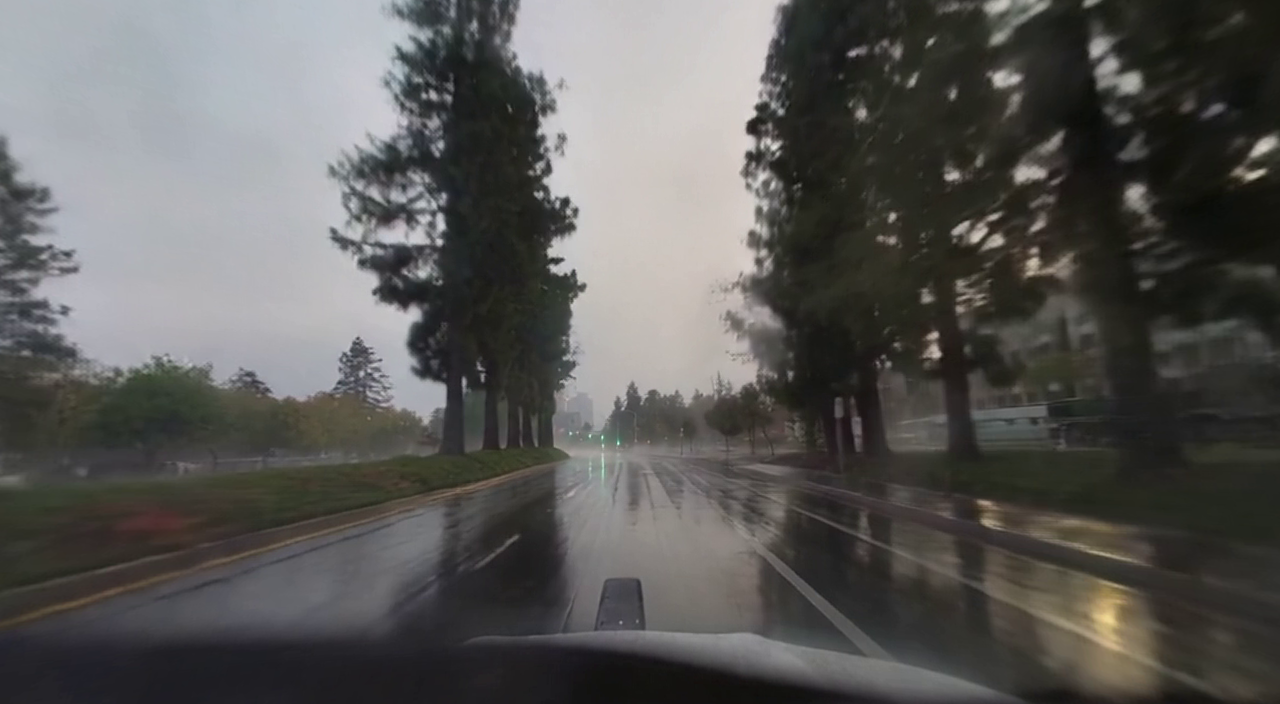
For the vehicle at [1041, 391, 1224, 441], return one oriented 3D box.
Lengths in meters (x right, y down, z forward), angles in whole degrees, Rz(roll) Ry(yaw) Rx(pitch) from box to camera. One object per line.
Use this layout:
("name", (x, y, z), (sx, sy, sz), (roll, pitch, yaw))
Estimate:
("vehicle", (29.319, 3.893, 37.850), (8.483, 2.834, 2.843), (0, -8, -1))
